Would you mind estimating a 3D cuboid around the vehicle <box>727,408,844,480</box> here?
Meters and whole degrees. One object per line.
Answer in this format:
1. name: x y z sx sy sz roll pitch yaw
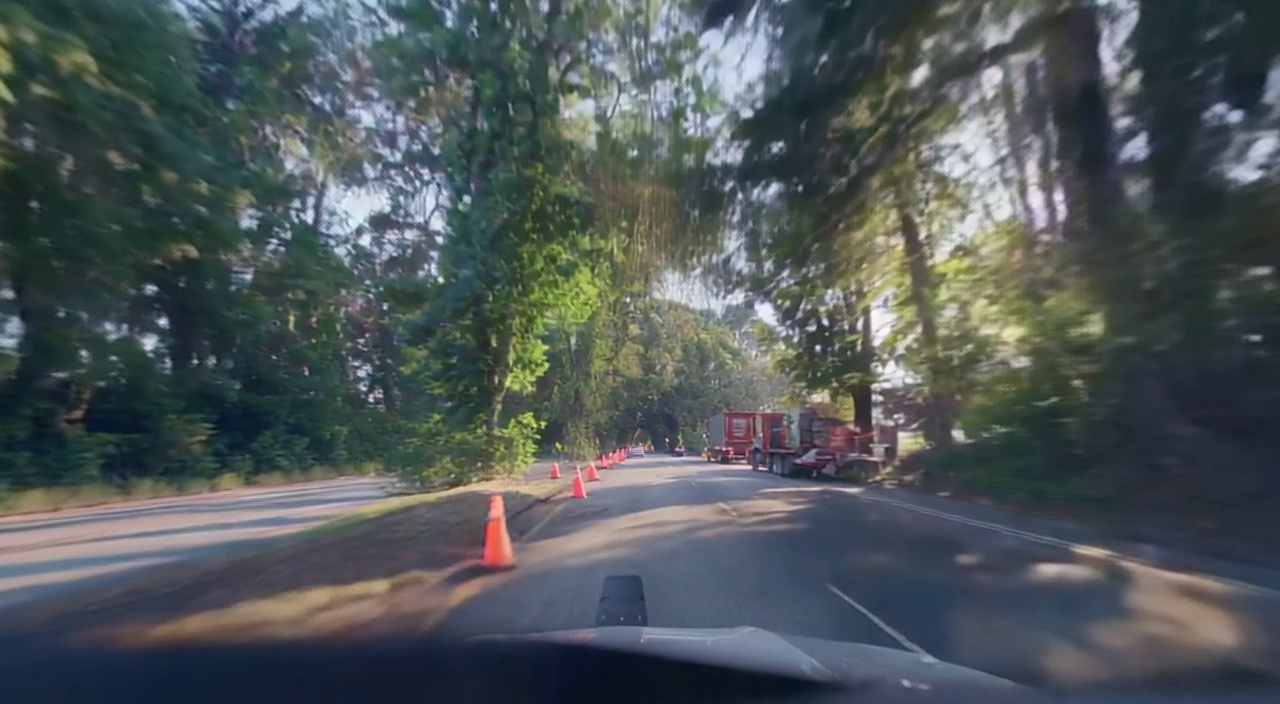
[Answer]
1. vehicle: 6.388 4.125 28.362 2.390 2.899 4.603 6 -10 -35
